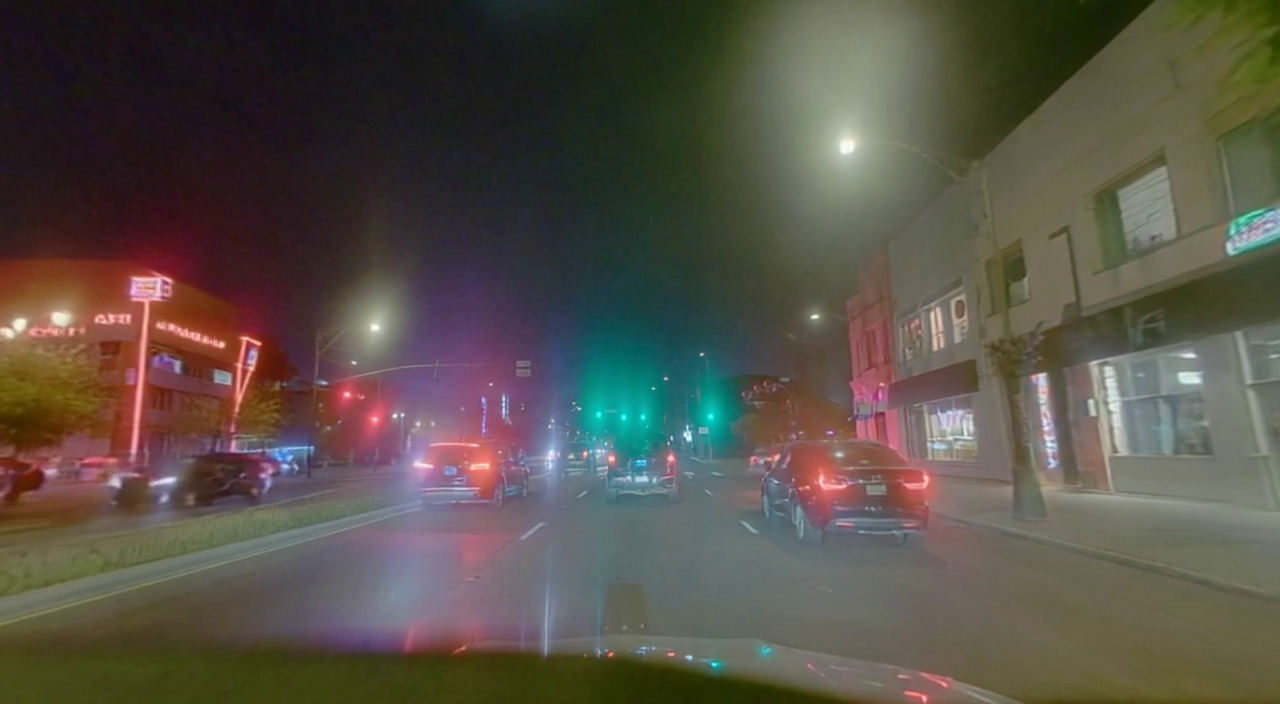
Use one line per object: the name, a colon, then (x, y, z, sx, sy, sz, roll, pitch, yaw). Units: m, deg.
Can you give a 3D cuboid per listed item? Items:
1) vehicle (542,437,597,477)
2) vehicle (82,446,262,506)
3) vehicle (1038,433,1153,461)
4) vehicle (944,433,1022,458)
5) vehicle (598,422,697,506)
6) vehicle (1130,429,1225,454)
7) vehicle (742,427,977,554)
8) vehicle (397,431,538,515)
vehicle: (-3.089, 4.694, 28.303, 1.894, 1.642, 3.861, 0, -8, 2)
vehicle: (-14.853, 3.916, 20.475, 2.099, 1.696, 4.746, 0, -8, 1)
vehicle: (25.358, 5.315, 35.255, 4.736, 1.526, 1.878, -1, -8, 9)
vehicle: (23.416, 6.411, 43.154, 4.236, 1.617, 1.832, -1, -9, 9)
vehicle: (0.194, 2.671, 15.400, 2.075, 1.770, 4.018, 0, -8, 1)
vehicle: (37.334, 6.237, 43.889, 4.409, 1.696, 2.180, -2, -9, 13)
vehicle: (2.968, 1.980, 9.733, 2.030, 1.492, 4.383, 0, -8, 0)
vehicle: (-3.669, 2.657, 14.321, 1.886, 1.599, 4.247, 0, -8, 2)
